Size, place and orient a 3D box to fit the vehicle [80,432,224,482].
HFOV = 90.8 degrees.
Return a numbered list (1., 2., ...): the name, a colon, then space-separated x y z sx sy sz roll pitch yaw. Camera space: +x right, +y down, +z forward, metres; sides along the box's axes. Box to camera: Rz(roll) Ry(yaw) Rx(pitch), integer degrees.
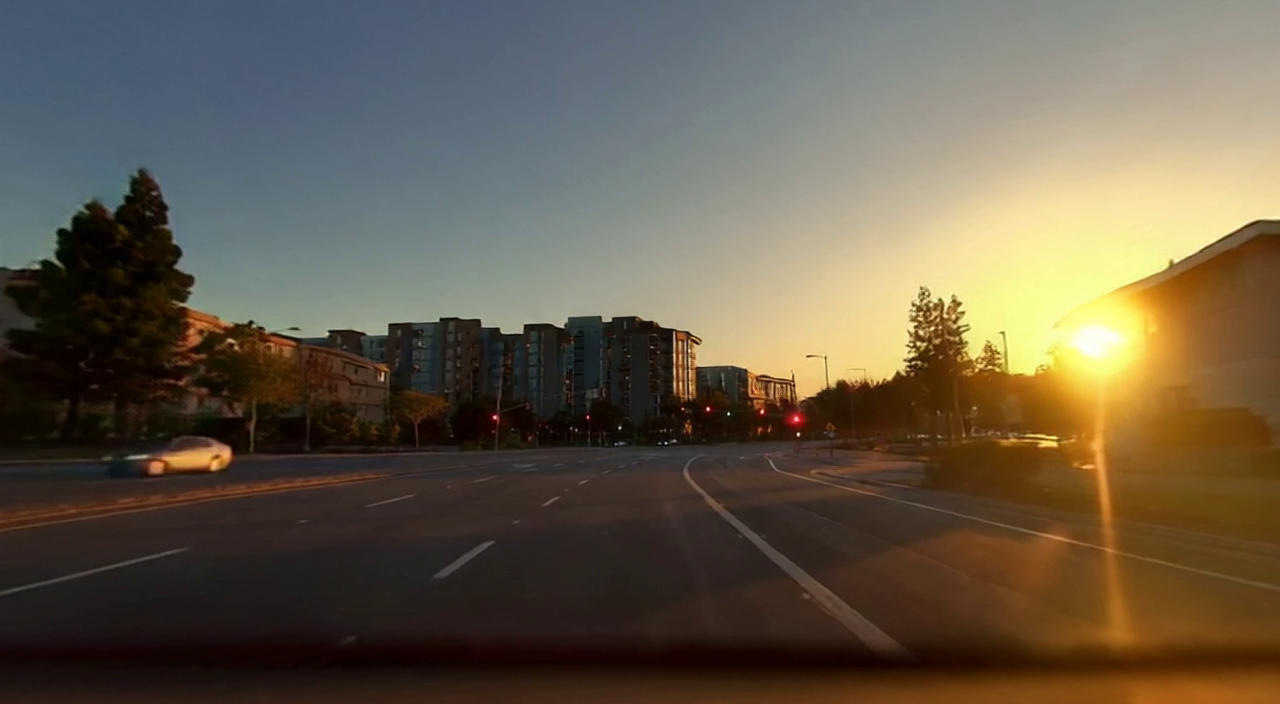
1. vehicle: -18.969 4.096 24.883 1.974 1.778 4.391 -1 -8 3
